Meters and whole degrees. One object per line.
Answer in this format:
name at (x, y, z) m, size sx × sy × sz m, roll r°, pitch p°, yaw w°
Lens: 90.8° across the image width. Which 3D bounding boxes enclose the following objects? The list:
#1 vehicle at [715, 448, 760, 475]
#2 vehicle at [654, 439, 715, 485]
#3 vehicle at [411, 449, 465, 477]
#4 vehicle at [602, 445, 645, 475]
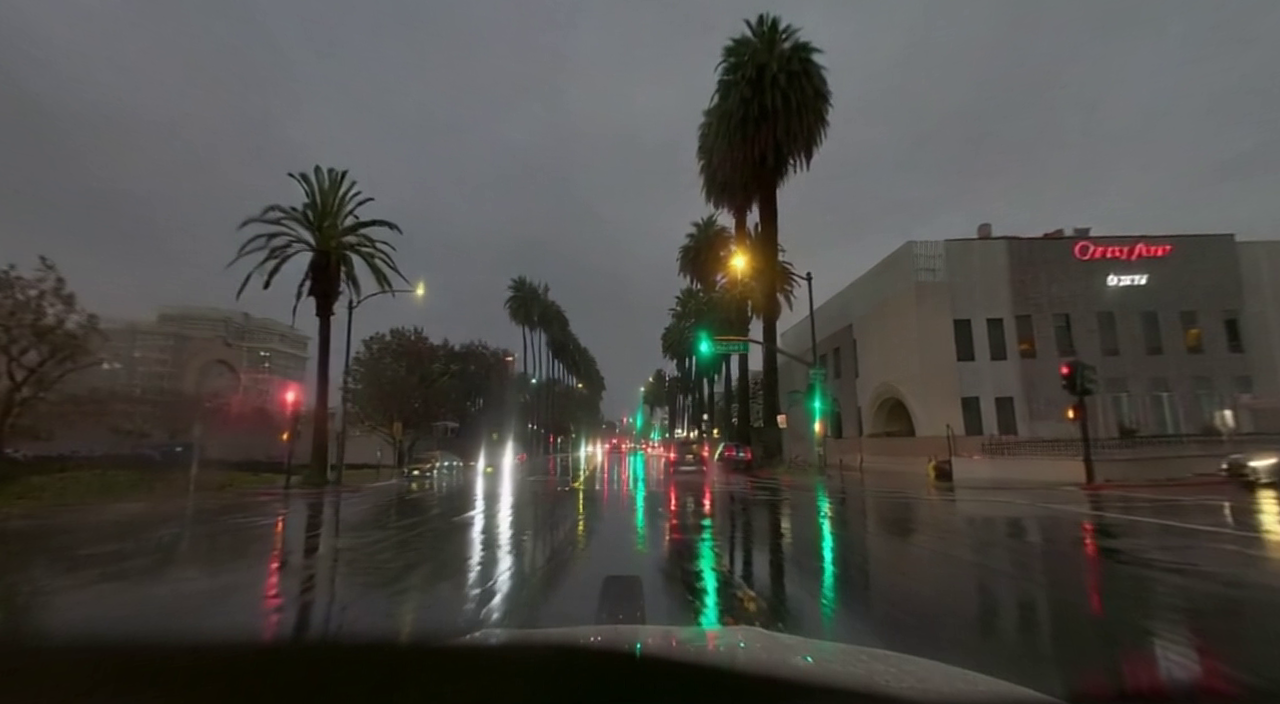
vehicle at (5.658, 6.414, 37.295) m, size 1.860 × 1.479 × 4.676 m, roll 0°, pitch -8°, yaw -1°
vehicle at (1.733, 4.500, 26.176) m, size 2.003 × 1.702 × 4.288 m, roll 0°, pitch -8°, yaw -3°
vehicle at (-13.586, 7.456, 42.799) m, size 2.084 × 1.747 × 4.481 m, roll 0°, pitch -8°, yaw 1°
vehicle at (-0.875, 5.556, 32.734) m, size 2.088 × 1.452 × 3.993 m, roll 0°, pitch -8°, yaw -2°
